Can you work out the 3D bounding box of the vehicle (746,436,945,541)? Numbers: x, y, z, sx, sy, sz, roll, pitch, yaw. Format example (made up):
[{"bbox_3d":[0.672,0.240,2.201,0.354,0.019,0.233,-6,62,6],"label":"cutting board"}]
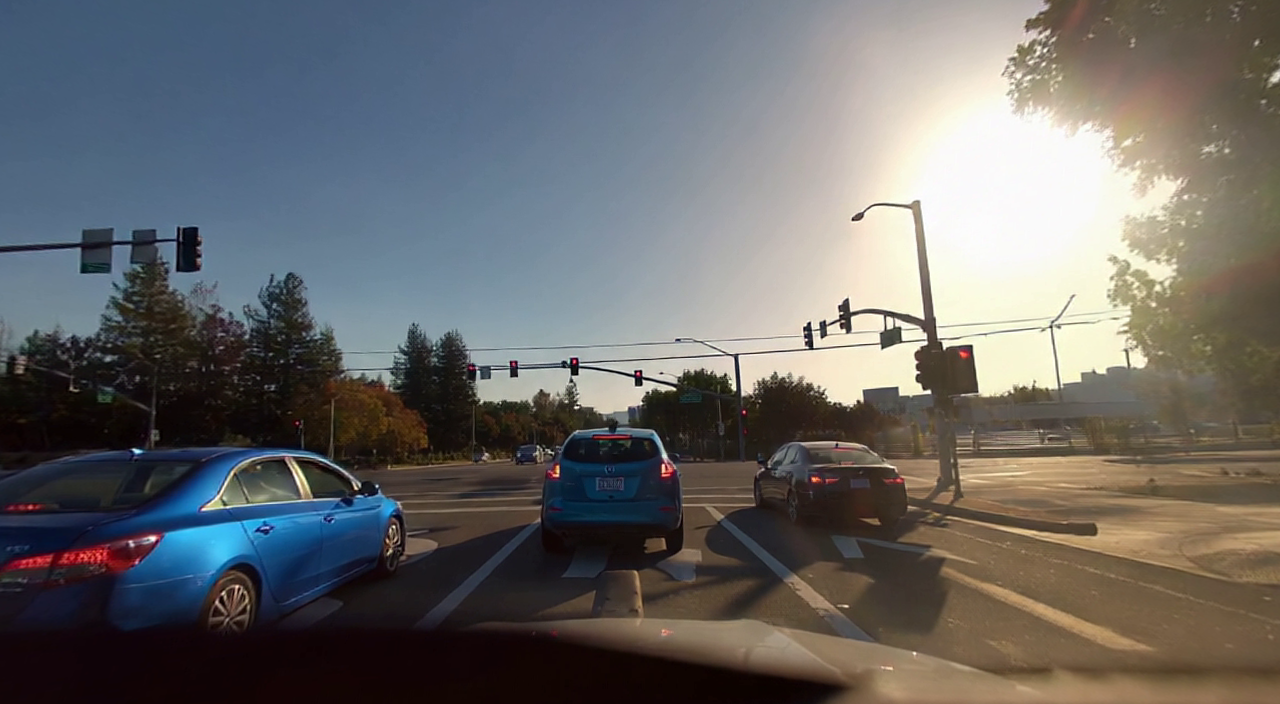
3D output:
[{"bbox_3d":[3.276,2.257,11.167,1.970,1.449,4.433,0,-8,-1],"label":"vehicle"}]

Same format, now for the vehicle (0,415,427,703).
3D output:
[{"bbox_3d":[-3.578,1.372,5.250,2.052,1.472,4.479,0,-8,0],"label":"vehicle"}]

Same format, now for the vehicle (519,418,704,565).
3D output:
[{"bbox_3d":[-0.344,1.824,8.969,2.038,1.599,3.844,0,-8,-1],"label":"vehicle"}]
